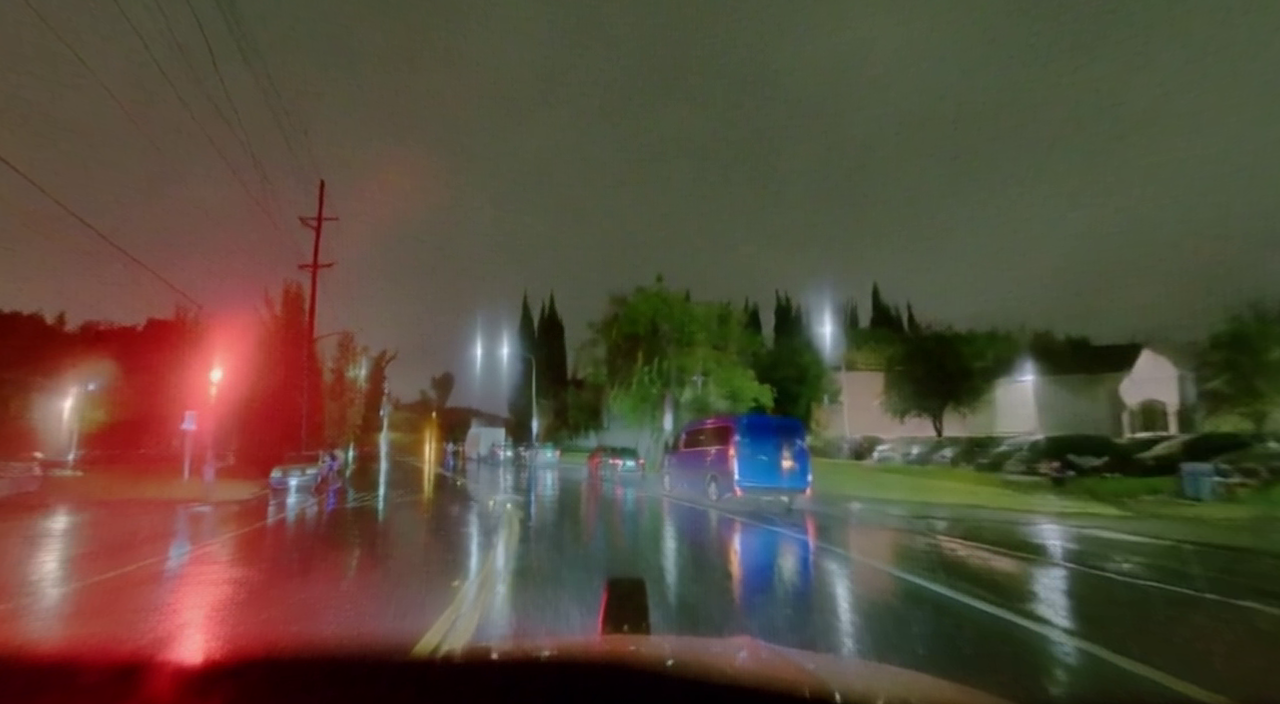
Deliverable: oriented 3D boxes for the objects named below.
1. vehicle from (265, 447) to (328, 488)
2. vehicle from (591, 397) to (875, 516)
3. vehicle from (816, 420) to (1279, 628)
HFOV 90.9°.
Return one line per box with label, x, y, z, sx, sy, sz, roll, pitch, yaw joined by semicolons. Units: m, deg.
vehicle;-14.317;4.778;26.494;1.950;1.489;4.214;2;-9;-24
vehicle;1.508;2.727;17.000;3.041;2.164;10.370;2;-9;-19
vehicle;3.817;1.579;6.958;1.957;1.479;4.554;1;-8;-7
